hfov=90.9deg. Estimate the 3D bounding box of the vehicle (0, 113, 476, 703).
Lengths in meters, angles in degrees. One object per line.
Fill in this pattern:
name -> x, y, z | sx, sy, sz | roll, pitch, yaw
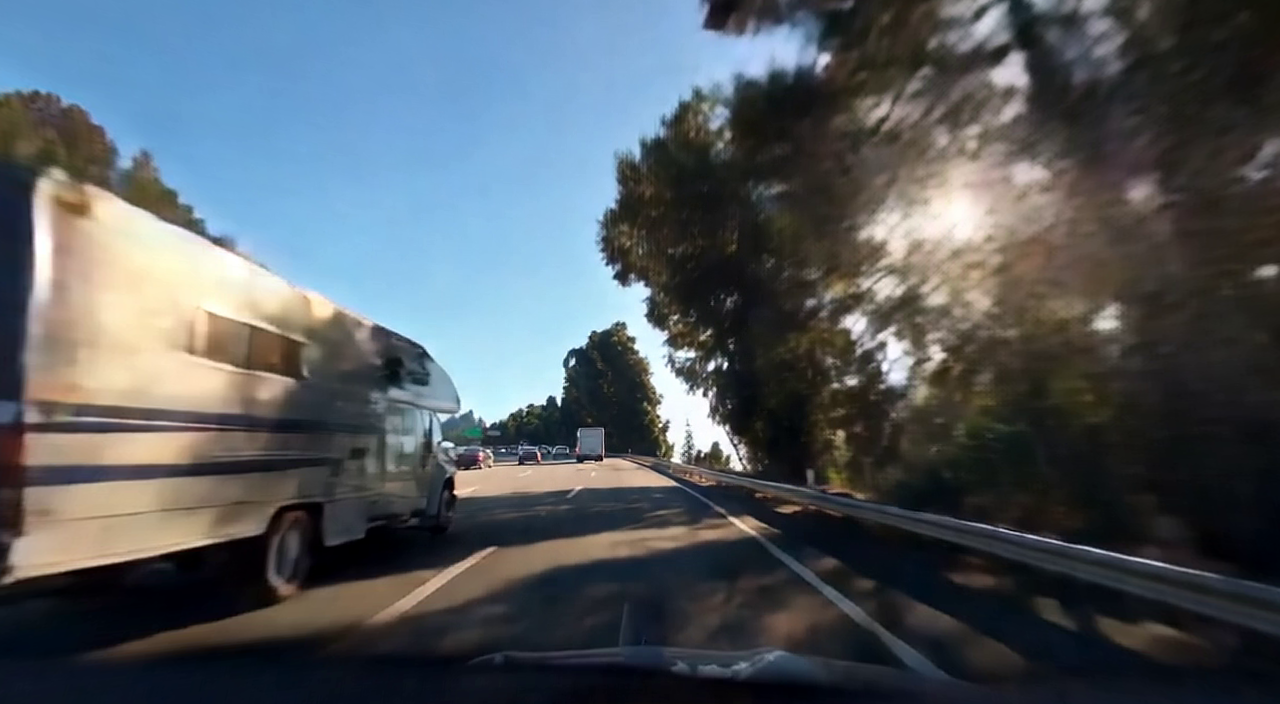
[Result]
vehicle -> -4.125, 0.820, 6.854 | 2.542, 2.965, 7.637 | 0, -9, 0
